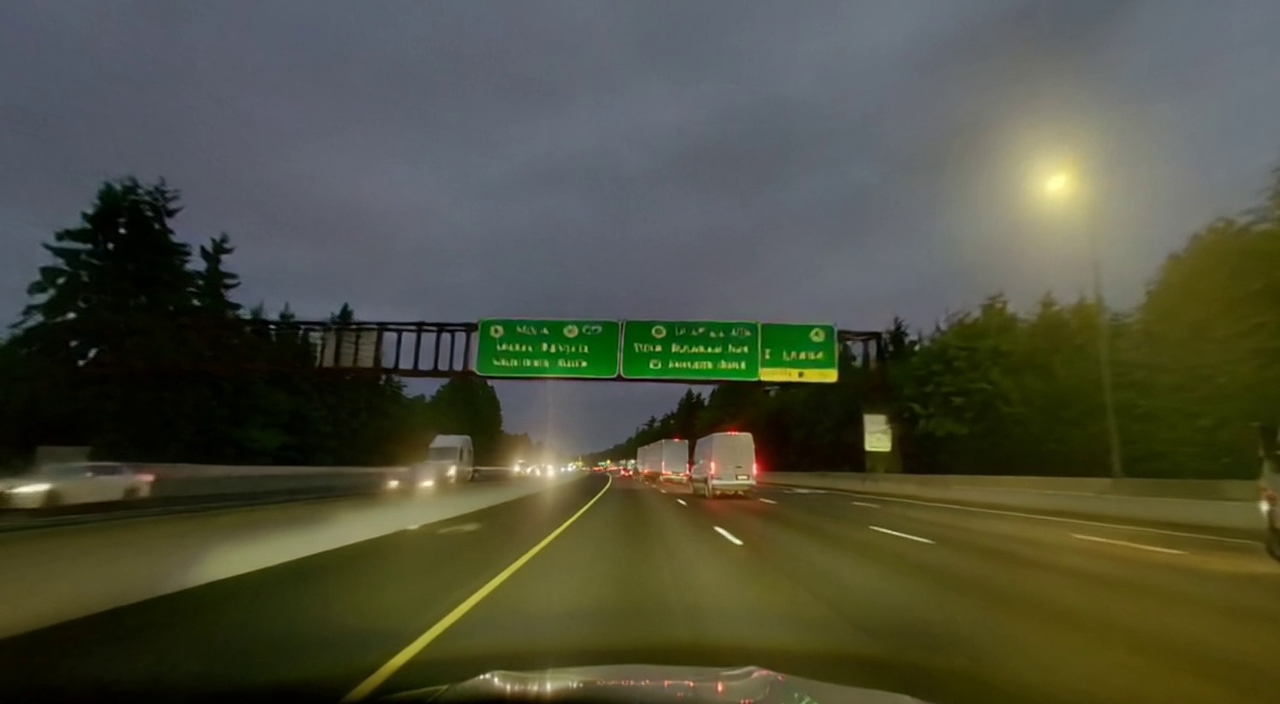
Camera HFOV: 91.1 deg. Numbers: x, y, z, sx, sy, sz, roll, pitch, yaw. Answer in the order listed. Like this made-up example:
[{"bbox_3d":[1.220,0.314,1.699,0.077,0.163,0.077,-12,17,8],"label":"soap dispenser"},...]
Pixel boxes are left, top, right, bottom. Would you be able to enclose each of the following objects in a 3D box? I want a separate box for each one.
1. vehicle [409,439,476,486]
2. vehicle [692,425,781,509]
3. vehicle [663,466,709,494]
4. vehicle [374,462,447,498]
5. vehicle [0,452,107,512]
[{"bbox_3d":[-14.146,8.036,45.590,2.623,3.039,6.703,1,-10,-1],"label":"vehicle"},{"bbox_3d":[3.321,4.175,22.920,2.291,2.639,5.280,1,-10,-2],"label":"vehicle"},{"bbox_3d":[2.498,7.141,35.238,2.081,1.453,4.300,1,-10,-2],"label":"vehicle"},{"bbox_3d":[-10.179,5.701,28.154,1.870,1.457,3.715,1,-10,0],"label":"vehicle"},{"bbox_3d":[-17.178,3.464,16.904,1.950,1.499,4.151,1,-10,0],"label":"vehicle"}]
